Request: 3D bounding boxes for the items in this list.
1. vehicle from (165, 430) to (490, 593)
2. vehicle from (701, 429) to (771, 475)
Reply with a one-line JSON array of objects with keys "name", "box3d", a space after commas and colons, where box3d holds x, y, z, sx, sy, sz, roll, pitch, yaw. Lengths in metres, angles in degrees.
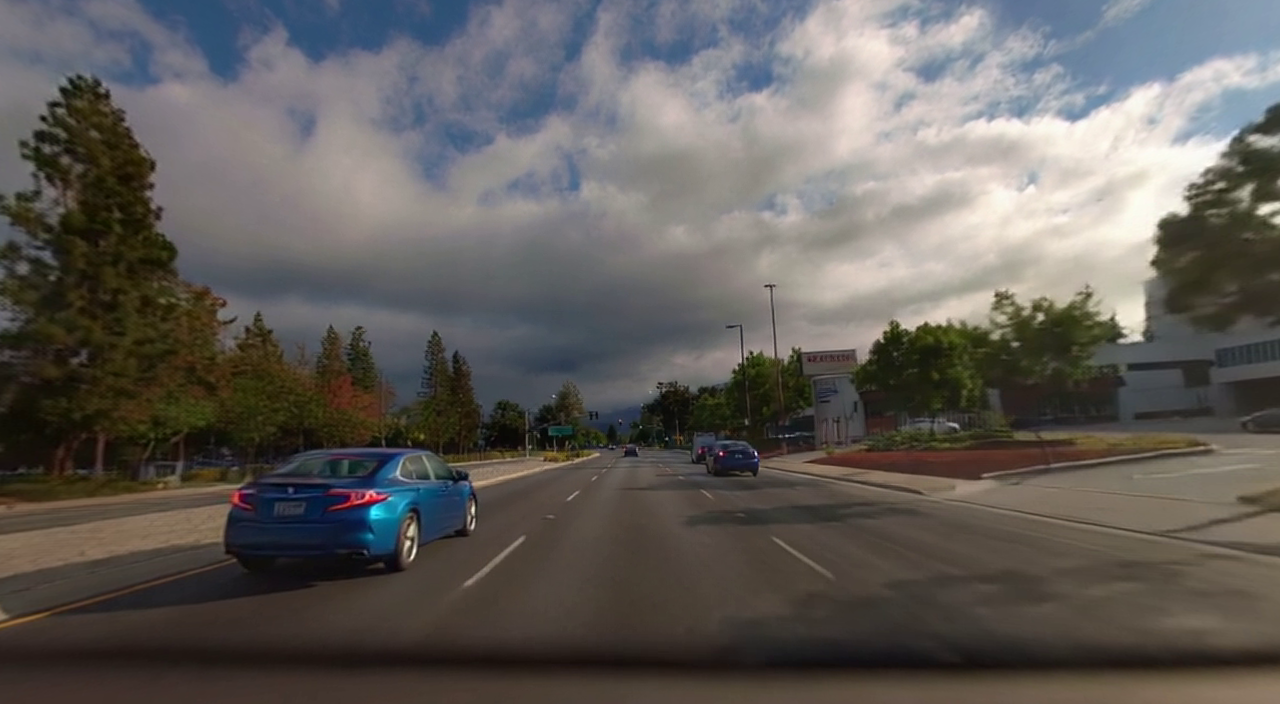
[{"name": "vehicle", "box3d": [-3.396, 1.794, 8.038, 2.017, 1.470, 4.293, 0, -8, -1]}, {"name": "vehicle", "box3d": [4.517, 4.842, 30.823, 2.476, 2.016, 5.586, 0, -8, 0]}]
